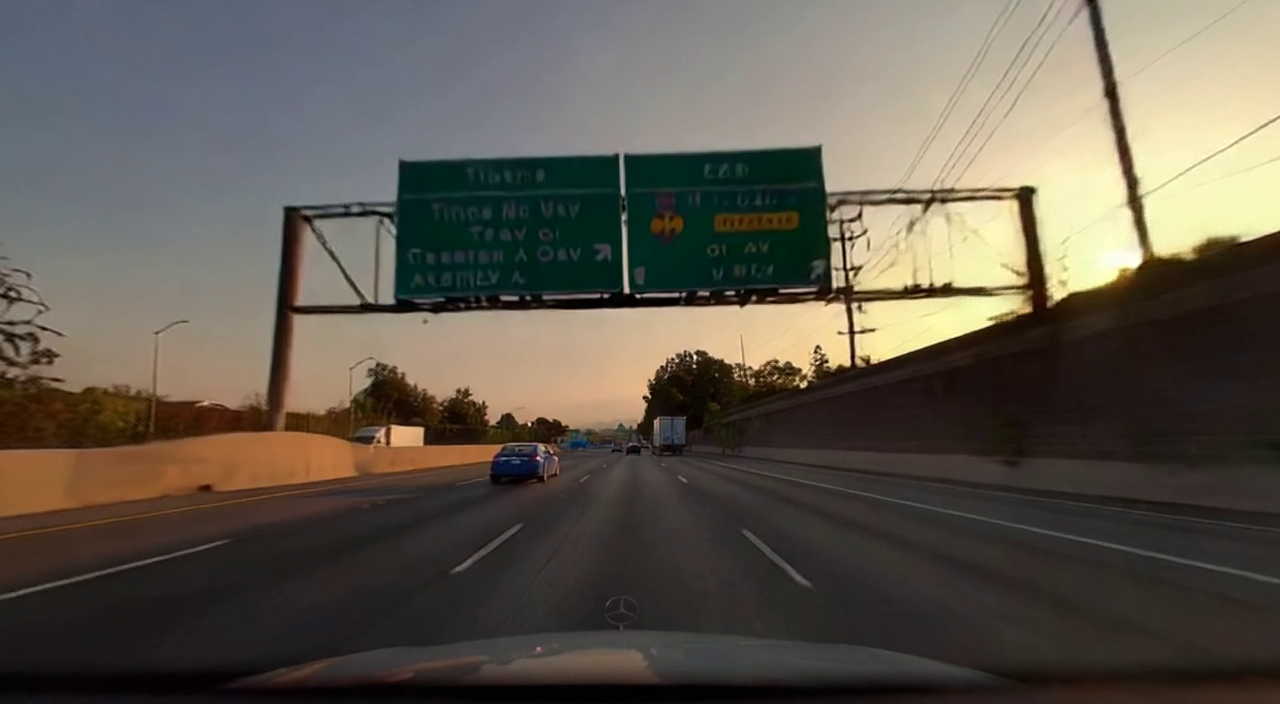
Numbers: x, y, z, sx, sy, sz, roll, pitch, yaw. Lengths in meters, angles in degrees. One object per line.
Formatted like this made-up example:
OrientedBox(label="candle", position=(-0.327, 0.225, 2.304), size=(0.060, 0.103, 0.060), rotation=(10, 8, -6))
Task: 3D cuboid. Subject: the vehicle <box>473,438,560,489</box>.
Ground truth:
OrientedBox(label="vehicle", position=(-3.965, 3.667, 21.061), size=(2.009, 1.533, 4.175), rotation=(0, -9, 1))
